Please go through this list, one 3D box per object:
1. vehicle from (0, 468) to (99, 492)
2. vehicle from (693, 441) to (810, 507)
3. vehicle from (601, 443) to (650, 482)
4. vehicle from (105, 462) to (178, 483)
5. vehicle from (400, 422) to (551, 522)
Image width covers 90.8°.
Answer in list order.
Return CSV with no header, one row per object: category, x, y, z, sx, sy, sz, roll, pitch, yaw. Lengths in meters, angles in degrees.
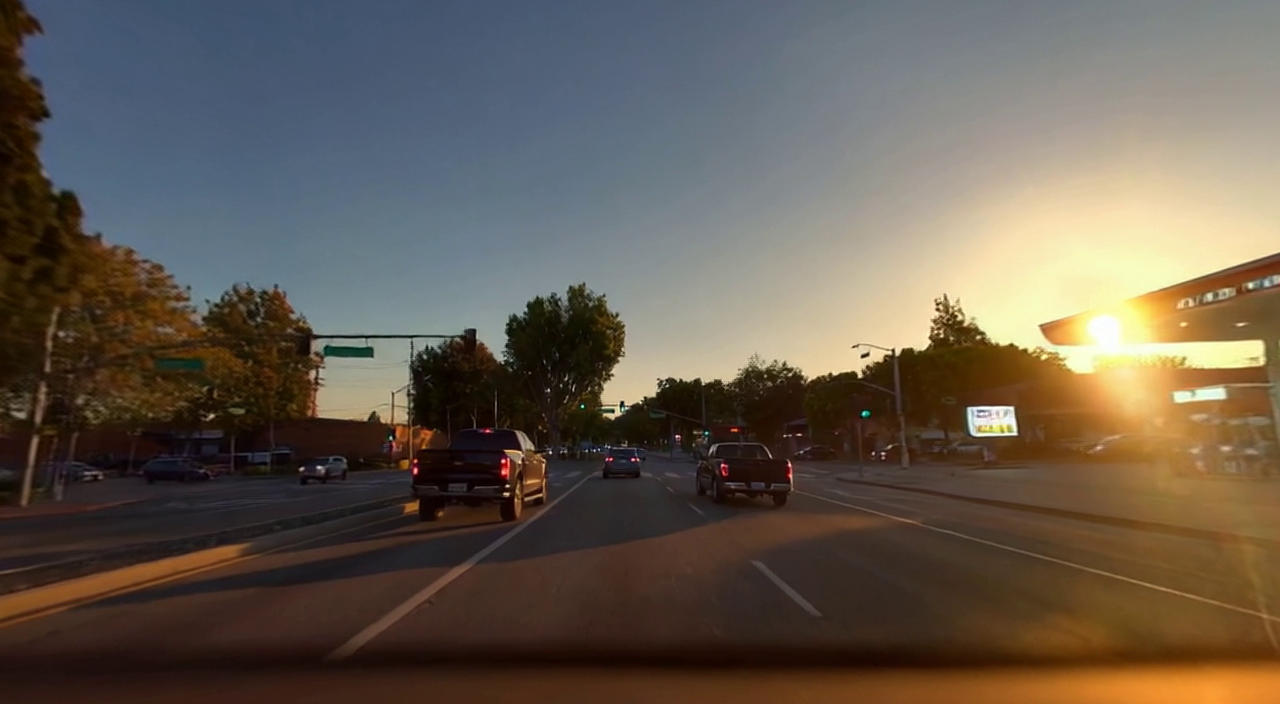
vehicle,-38.581,8.305,41.244,4.460,1.411,1.879,2,-9,-10
vehicle,2.747,3.128,16.712,2.061,1.487,4.462,0,-9,-3
vehicle,-0.691,4.840,28.014,2.029,1.605,3.827,0,-9,-3
vehicle,-38.113,9.224,48.373,3.849,1.510,1.865,1,-9,-10
vehicle,-3.563,2.730,15.046,2.195,1.905,5.634,0,-9,-1
